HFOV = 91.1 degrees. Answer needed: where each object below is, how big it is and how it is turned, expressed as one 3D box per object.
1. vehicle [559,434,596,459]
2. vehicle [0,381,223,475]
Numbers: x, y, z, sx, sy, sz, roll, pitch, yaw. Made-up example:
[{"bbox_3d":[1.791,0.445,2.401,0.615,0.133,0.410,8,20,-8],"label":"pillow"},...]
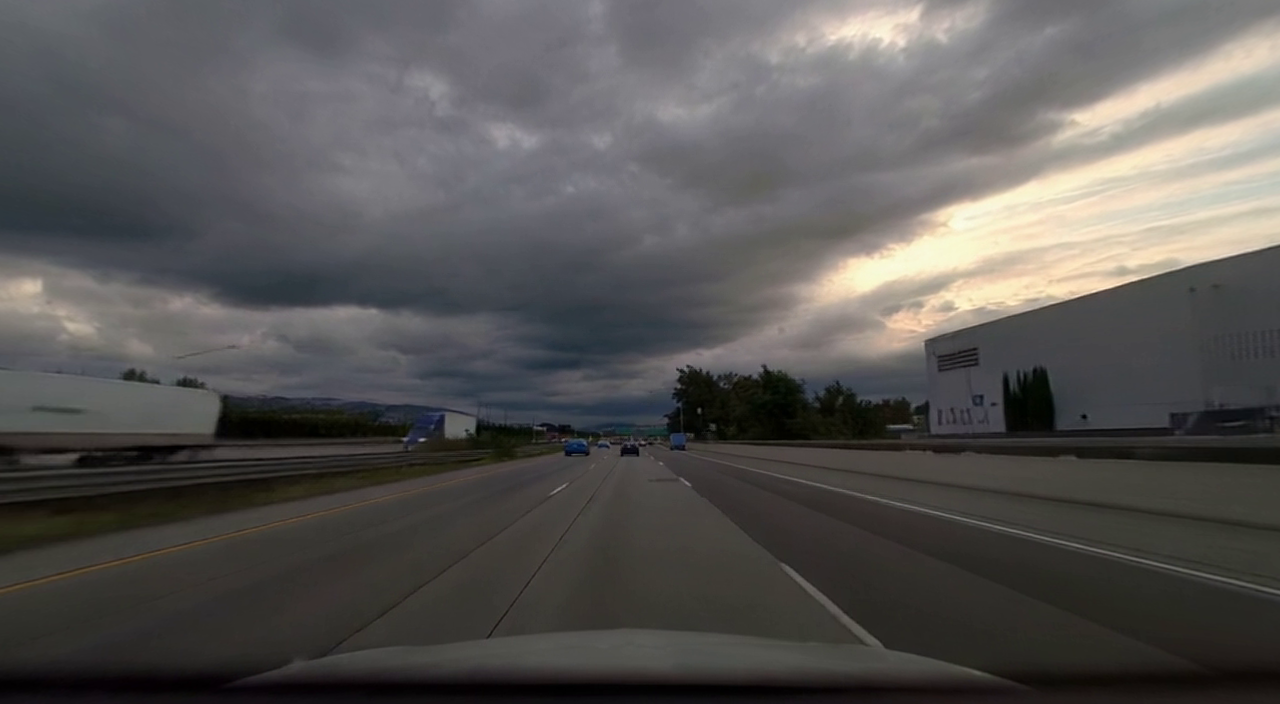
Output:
[{"bbox_3d":[-4.342,6.663,44.261,2.271,1.626,4.463,0,-8,-1],"label":"vehicle"},{"bbox_3d":[-21.055,3.173,25.771,2.736,3.286,7.373,0,-8,0],"label":"vehicle"}]
